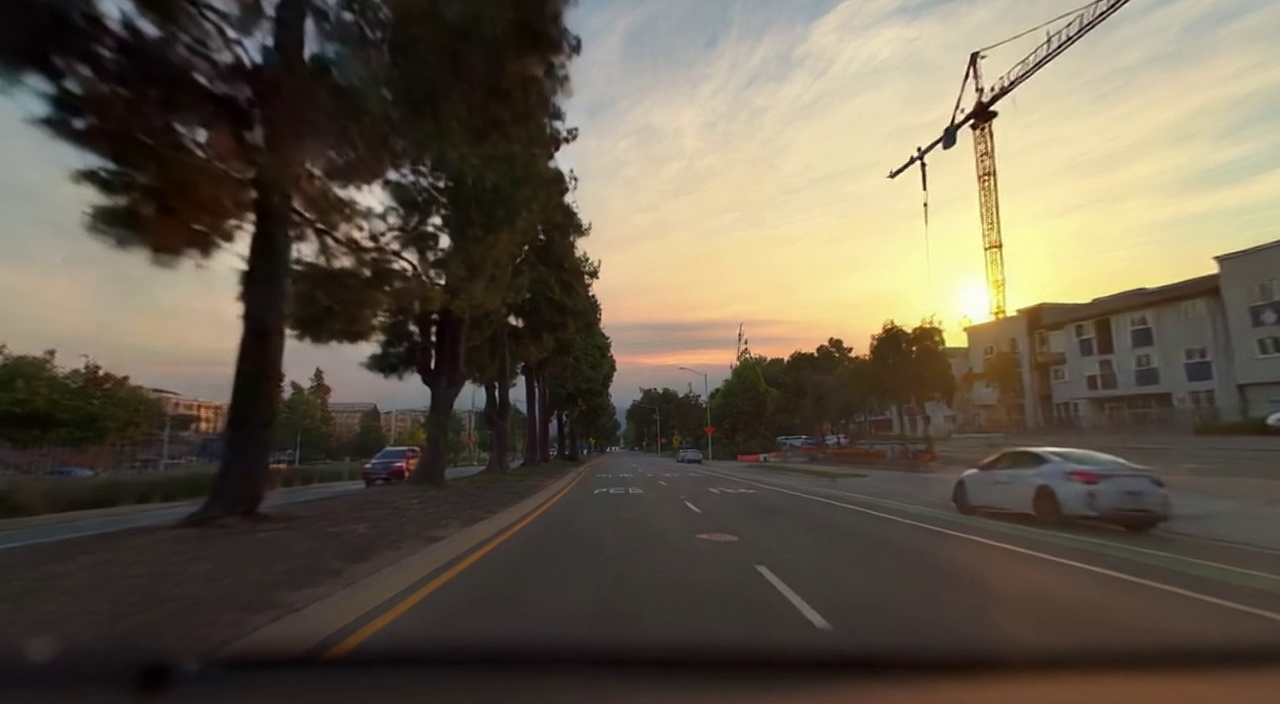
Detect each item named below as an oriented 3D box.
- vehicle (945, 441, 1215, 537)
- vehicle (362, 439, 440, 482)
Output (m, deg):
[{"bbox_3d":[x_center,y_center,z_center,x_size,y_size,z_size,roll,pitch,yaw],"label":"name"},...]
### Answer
[{"bbox_3d":[8.346,2.584,12.633,1.977,1.540,4.307,1,-9,-6],"label":"vehicle"},{"bbox_3d":[-11.837,5.376,31.641,2.127,1.984,4.545,0,-9,-1],"label":"vehicle"}]
